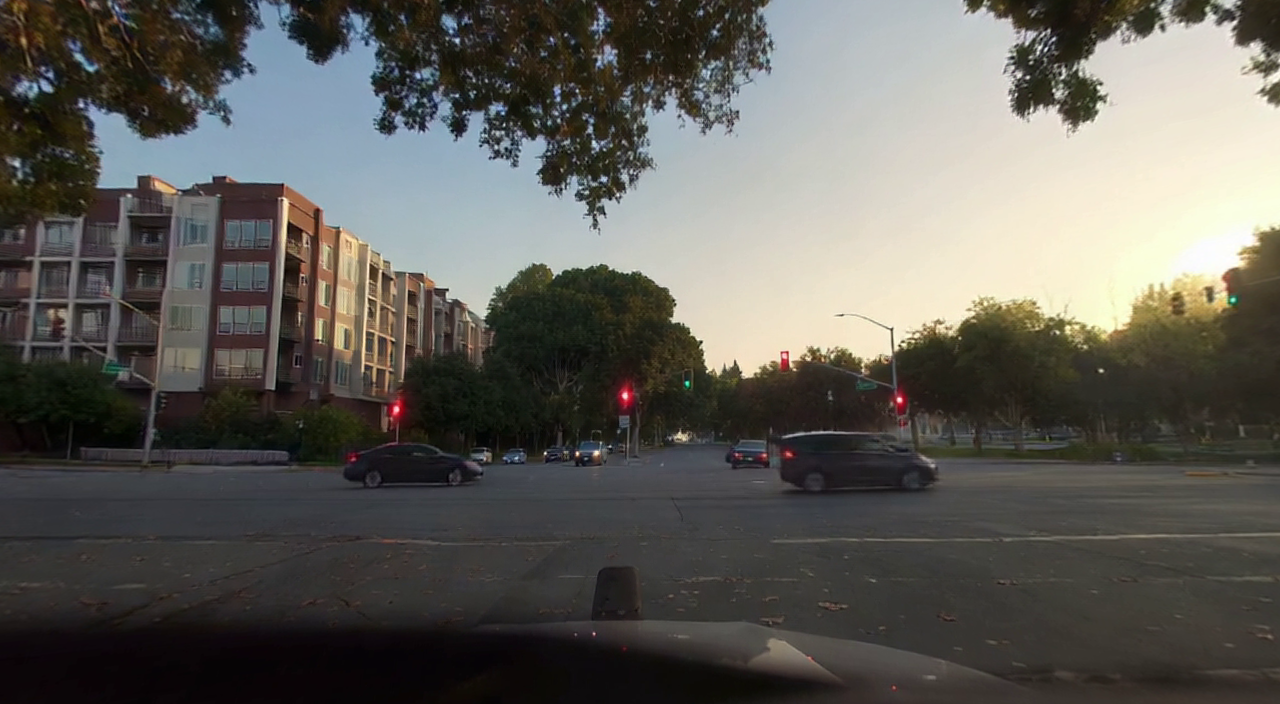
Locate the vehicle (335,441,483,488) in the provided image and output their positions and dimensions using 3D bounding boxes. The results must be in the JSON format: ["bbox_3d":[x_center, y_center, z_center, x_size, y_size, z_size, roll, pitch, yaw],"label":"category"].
[{"bbox_3d":[-7.643,3.759,21.357,4.424,1.454,2.043,2,-9,-15],"label":"vehicle"}]

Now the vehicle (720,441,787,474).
[{"bbox_3d":[5.912,5.412,32.611,1.955,1.569,4.397,-5,-10,30],"label":"vehicle"}]

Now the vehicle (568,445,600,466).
[{"bbox_3d":[-4.337,8.129,49.765,2.130,1.613,4.121,0,-8,0],"label":"vehicle"}]

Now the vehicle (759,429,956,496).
[{"bbox_3d":[6.241,3.197,18.518,4.923,1.800,2.153,1,-8,-6],"label":"vehicle"}]
